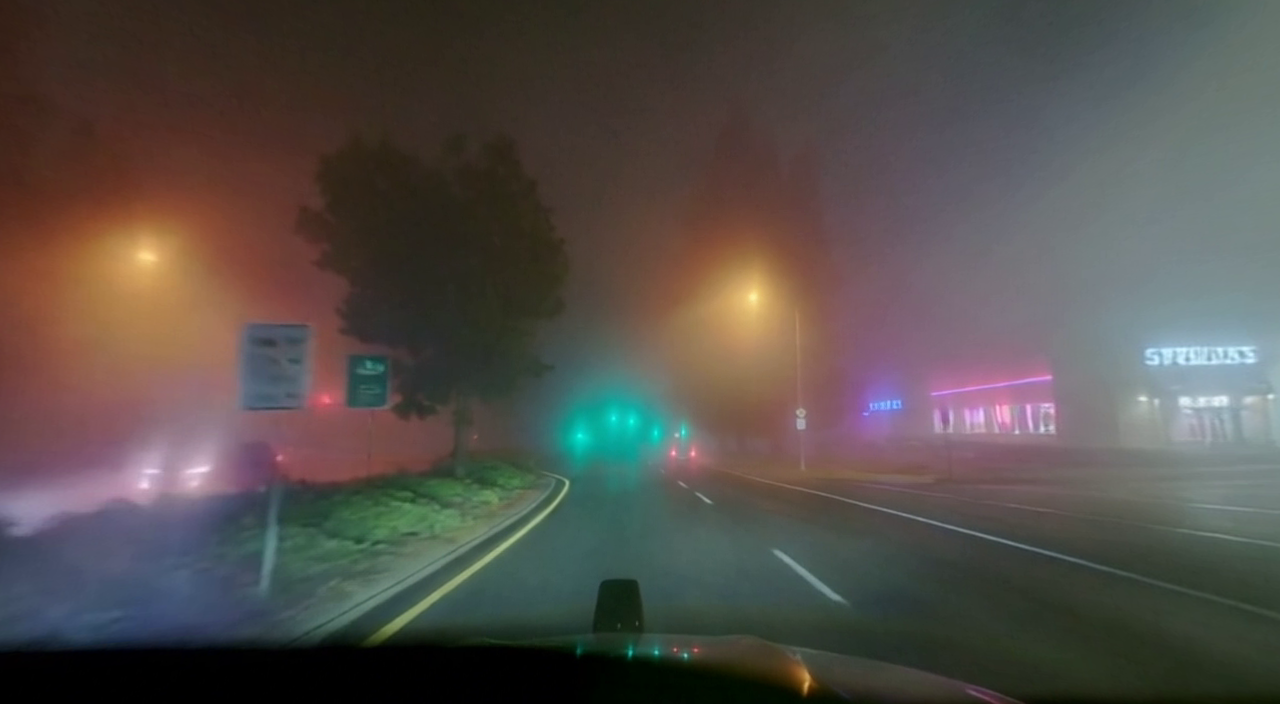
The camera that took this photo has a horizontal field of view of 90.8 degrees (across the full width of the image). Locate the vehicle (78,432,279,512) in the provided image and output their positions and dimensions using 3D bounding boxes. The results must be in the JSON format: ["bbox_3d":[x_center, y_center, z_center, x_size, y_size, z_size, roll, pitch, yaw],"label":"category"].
[{"bbox_3d":[-11.766,3.049,16.656,1.953,1.761,4.702,0,-8,-4],"label":"vehicle"}]

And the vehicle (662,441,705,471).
[{"bbox_3d":[2.407,5.927,36.111,1.961,1.580,4.020,0,-8,-3],"label":"vehicle"}]
